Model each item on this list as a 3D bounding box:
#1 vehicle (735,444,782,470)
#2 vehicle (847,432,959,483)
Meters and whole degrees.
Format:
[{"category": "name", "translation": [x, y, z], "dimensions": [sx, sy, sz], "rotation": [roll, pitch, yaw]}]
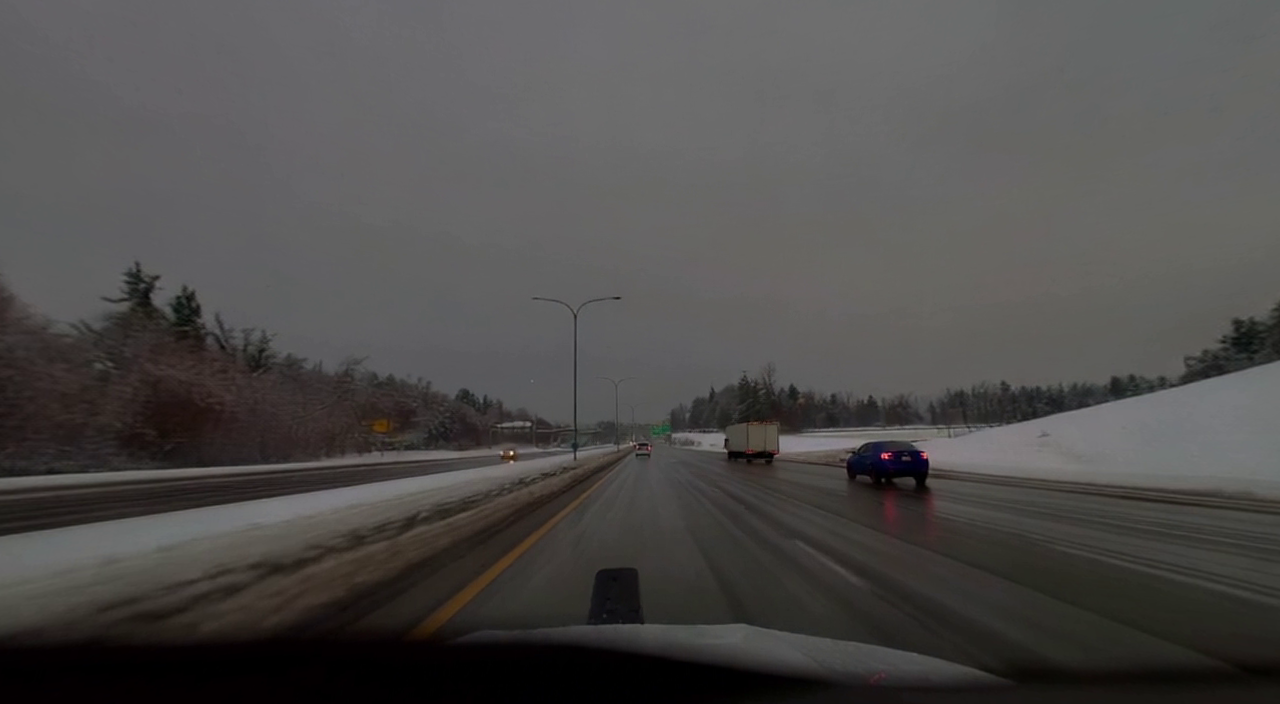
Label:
[{"category": "vehicle", "translation": [7.436, 6.608, 39.877], "dimensions": [2.053, 1.553, 4.463], "rotation": [0, -9, 0]}, {"category": "vehicle", "translation": [11.058, 4.488, 27.087], "dimensions": [2.387, 1.936, 5.646], "rotation": [0, -9, 0]}]
